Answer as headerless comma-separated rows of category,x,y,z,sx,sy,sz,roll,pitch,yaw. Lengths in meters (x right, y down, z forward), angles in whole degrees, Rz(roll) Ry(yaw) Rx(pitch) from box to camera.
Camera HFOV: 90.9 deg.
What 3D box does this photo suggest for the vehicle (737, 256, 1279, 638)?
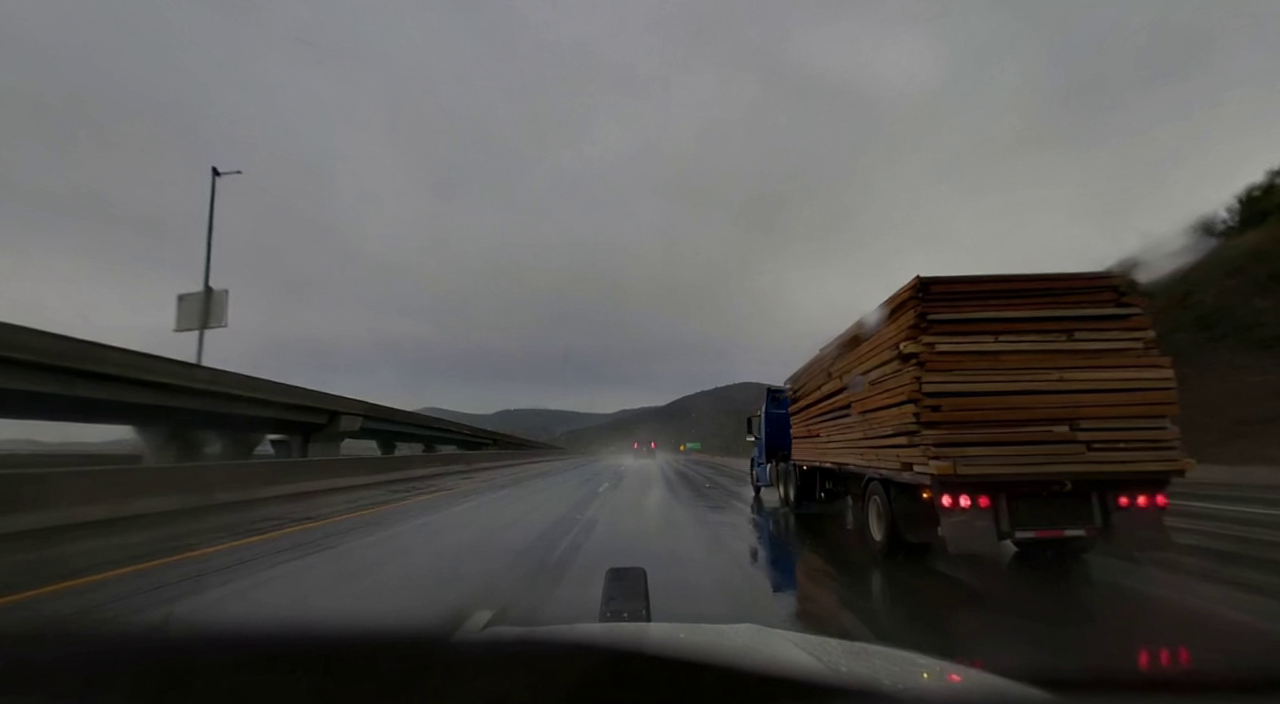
vehicle,4.068,1.515,10.421,3.326,3.089,10.642,0,-9,1
